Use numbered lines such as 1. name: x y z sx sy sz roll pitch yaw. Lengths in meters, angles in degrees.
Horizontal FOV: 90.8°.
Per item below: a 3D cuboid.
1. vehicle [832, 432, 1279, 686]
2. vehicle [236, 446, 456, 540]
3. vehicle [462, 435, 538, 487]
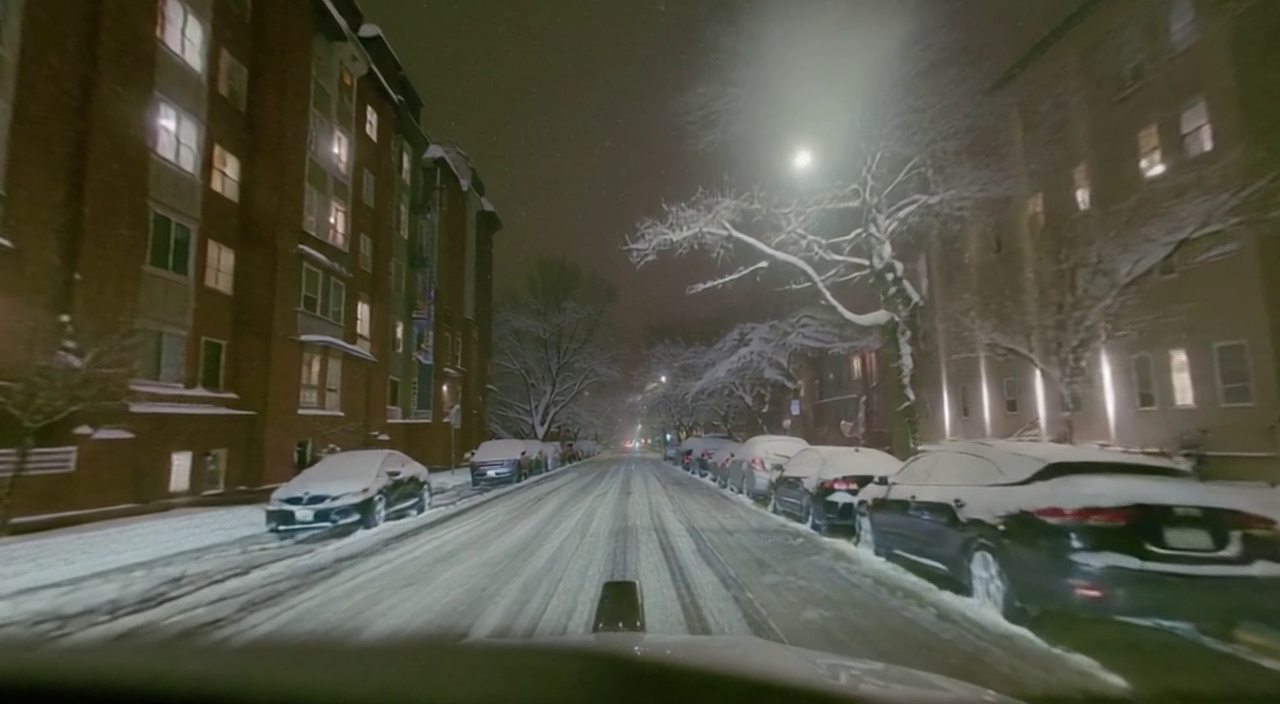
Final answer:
1. vehicle: 3.628 1.564 6.140 1.881 1.460 4.737 0 -8 -2
2. vehicle: -5.299 2.559 12.265 2.080 1.458 4.511 0 -8 0
3. vehicle: -5.512 4.324 25.526 2.069 1.881 4.697 0 -8 -1
